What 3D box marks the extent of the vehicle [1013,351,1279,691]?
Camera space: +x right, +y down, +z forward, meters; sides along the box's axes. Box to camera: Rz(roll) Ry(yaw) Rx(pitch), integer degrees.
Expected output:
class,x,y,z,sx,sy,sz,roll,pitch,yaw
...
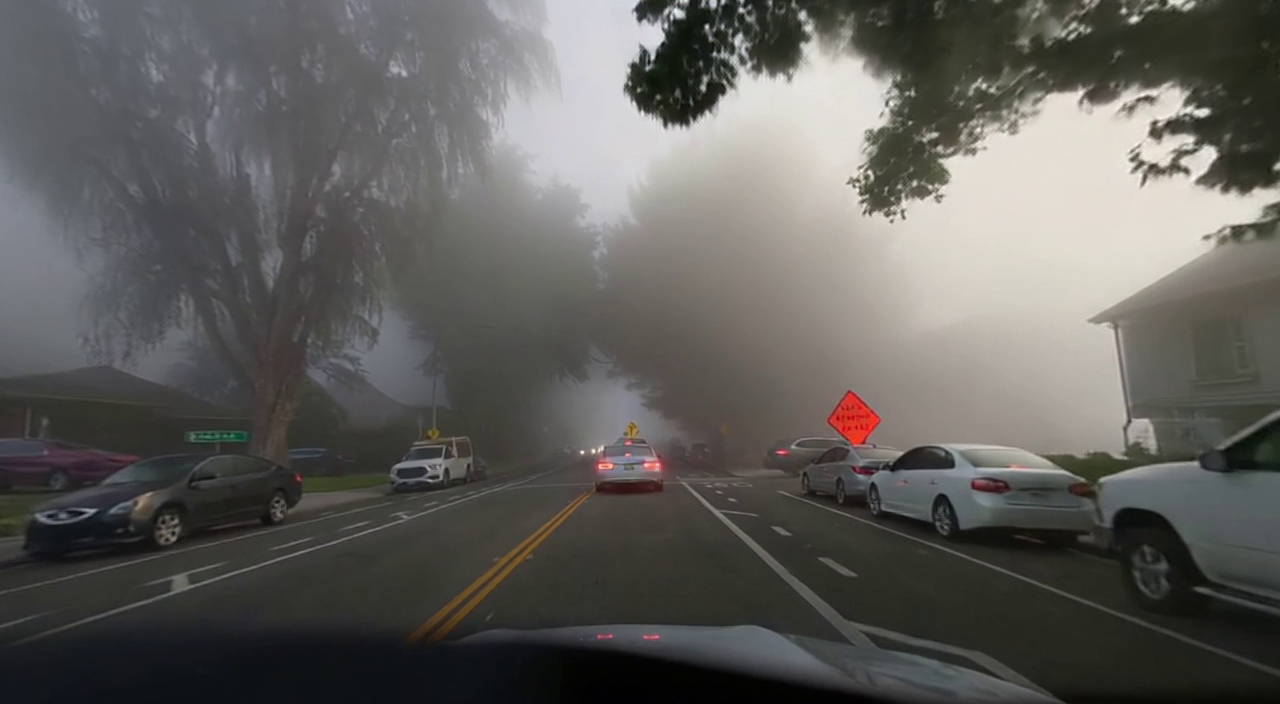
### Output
class,x,y,z,sx,sy,sz,roll,pitch,yaw
vehicle,4.848,0.911,3.168,2.279,1.946,5.925,0,-8,0

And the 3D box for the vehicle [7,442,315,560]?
class,x,y,z,sx,sy,sz,roll,pitch,yaw
vehicle,-8.039,2.471,11.307,2.036,1.676,4.440,0,-8,-1

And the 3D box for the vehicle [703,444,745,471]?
class,x,y,z,sx,sy,sz,roll,pitch,yaw
vehicle,4.844,6.177,36.959,1.985,1.481,4.116,0,-8,1

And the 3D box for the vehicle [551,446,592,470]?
class,x,y,z,sx,sy,sz,roll,pitch,yaw
vehicle,-4.531,6.831,40.904,1.997,1.464,4.925,2,-9,-13

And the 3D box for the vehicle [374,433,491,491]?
class,x,y,z,sx,sy,sz,roll,pitch,yaw
vehicle,-8.181,4.409,25.695,2.659,2.047,6.014,0,-8,0

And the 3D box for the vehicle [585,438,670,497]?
class,x,y,z,sx,sy,sz,roll,pitch,yaw
vehicle,-0.279,3.229,18.028,2.151,1.481,4.084,0,-8,1

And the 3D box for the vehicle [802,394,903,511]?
class,x,y,z,sx,sy,sz,roll,pitch,yaw
vehicle,5.238,2.496,15.859,1.409,2.648,2.645,1,-8,-4
